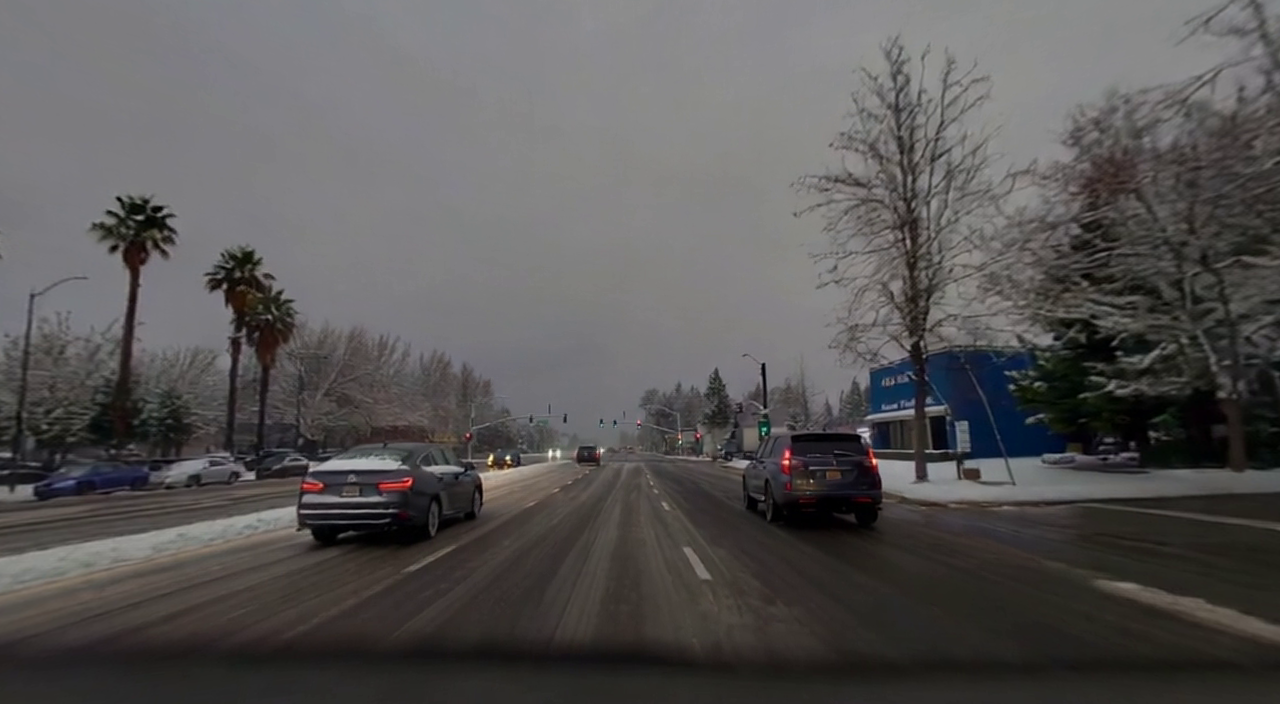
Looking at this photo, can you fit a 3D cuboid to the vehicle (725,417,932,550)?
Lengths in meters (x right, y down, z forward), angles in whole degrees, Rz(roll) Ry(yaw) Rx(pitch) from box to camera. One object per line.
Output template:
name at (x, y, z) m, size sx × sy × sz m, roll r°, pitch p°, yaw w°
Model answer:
vehicle at (2.750, 2.050, 10.434) m, size 1.982 × 1.711 × 4.276 m, roll 0°, pitch -9°, yaw -2°

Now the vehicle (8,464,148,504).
vehicle at (-23.565, 5.518, 26.763) m, size 1.876 × 1.459 × 4.411 m, roll 0°, pitch -9°, yaw 0°

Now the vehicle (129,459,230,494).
vehicle at (-23.513, 6.361, 32.500) m, size 1.926 × 1.483 × 4.349 m, roll -2°, pitch -9°, yaw 0°

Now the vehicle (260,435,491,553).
vehicle at (-3.902, 2.153, 10.235) m, size 2.034 × 1.498 × 3.995 m, roll 0°, pitch -9°, yaw -1°

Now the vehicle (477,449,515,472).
vehicle at (-9.997, 7.519, 44.142) m, size 1.970 × 1.482 × 4.778 m, roll 1°, pitch -9°, yaw -5°
